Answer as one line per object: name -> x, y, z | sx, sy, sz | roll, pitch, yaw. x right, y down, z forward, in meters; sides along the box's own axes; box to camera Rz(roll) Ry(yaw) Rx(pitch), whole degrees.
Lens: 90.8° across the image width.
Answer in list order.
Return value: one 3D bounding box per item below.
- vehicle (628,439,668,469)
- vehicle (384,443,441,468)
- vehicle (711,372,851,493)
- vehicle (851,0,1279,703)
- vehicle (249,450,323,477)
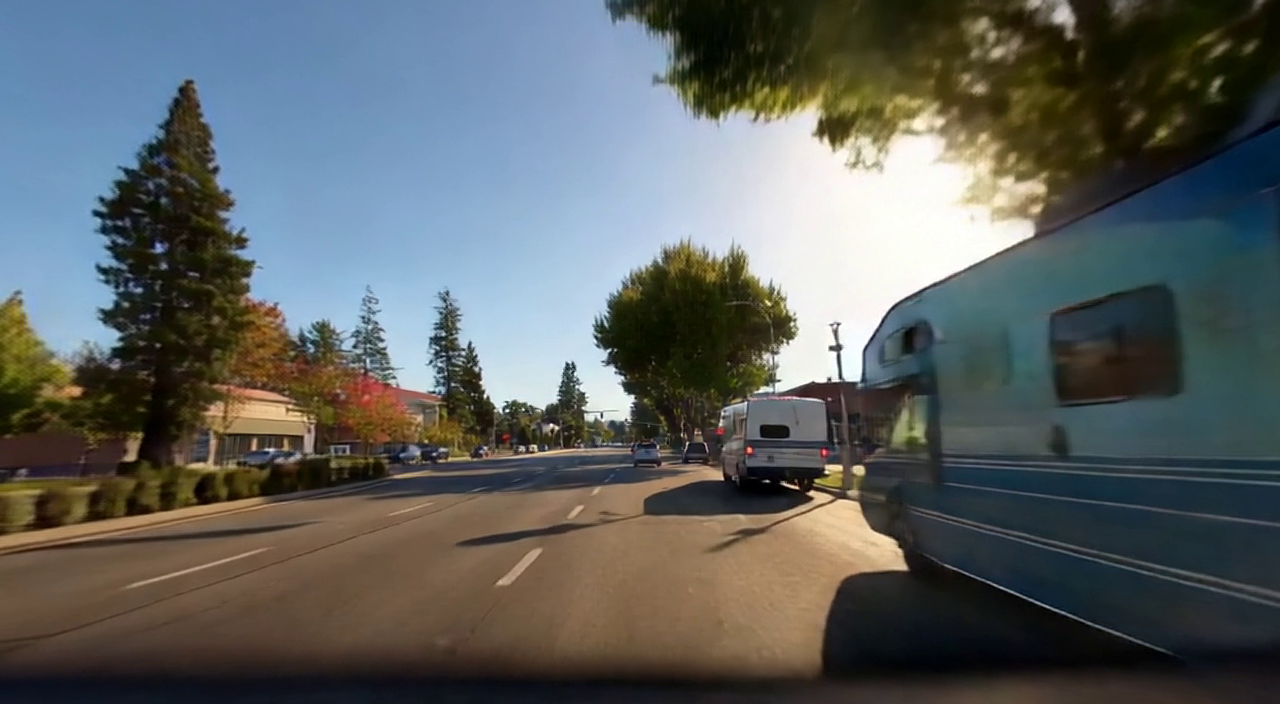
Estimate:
vehicle -> 0.420, 5.669, 35.245 | 2.103, 1.506, 4.742 | 0, -9, 0
vehicle -> -14.447, 6.577, 40.329 | 2.028, 1.535, 4.217 | 0, -9, 1
vehicle -> 4.239, 2.785, 21.066 | 2.924, 3.250, 7.780 | -1, -9, 1
vehicle -> 4.124, -0.055, 3.705 | 2.896, 3.921, 8.415 | 0, -9, 1
vehicle -> -20.506, 6.449, 36.821 | 1.796, 1.445, 4.236 | 0, -9, 1
